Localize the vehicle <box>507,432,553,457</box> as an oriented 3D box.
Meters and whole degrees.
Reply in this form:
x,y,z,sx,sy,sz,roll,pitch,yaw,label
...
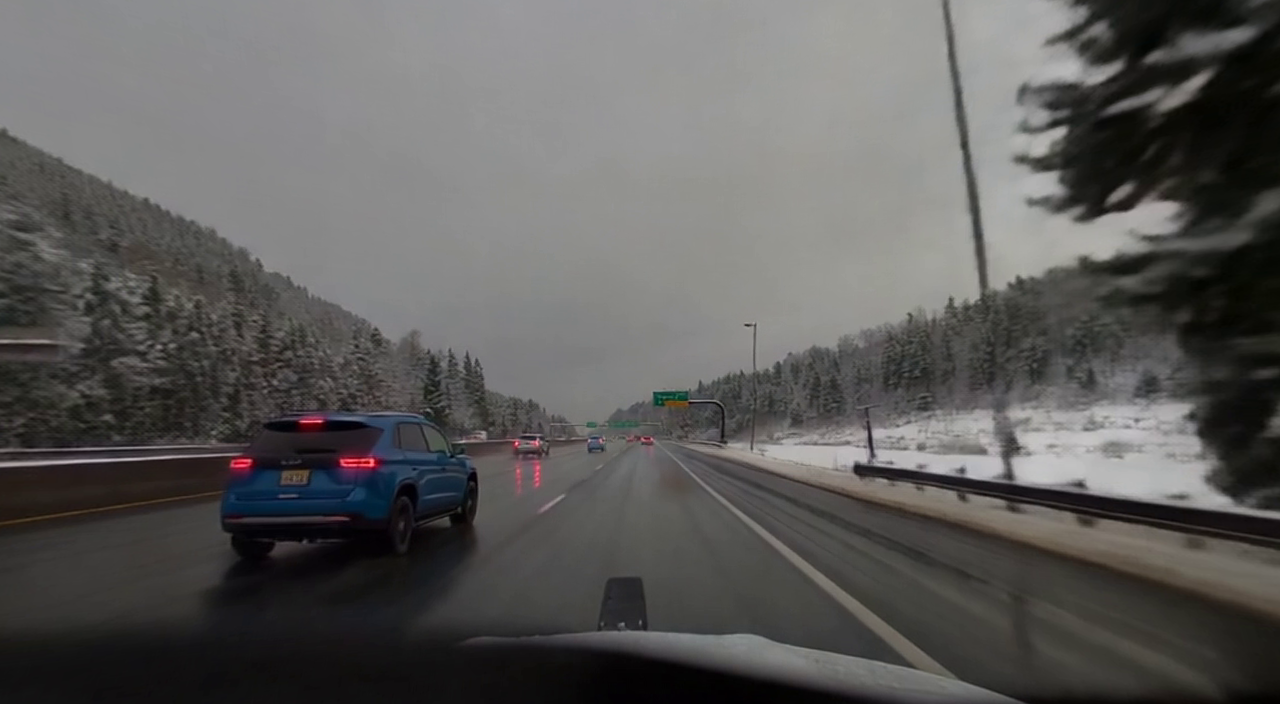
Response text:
x,y,z,sx,sy,sz,roll,pitch,yaw,label
-7.014,5.970,40.730,1.963,1.476,4.739,-1,-8,2,vehicle

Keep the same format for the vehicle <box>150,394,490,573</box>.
x,y,z,sx,sy,sz,roll,pitch,yaw,label
-3.644,1.586,8.395,2.138,1.718,4.415,-1,-8,1,vehicle
